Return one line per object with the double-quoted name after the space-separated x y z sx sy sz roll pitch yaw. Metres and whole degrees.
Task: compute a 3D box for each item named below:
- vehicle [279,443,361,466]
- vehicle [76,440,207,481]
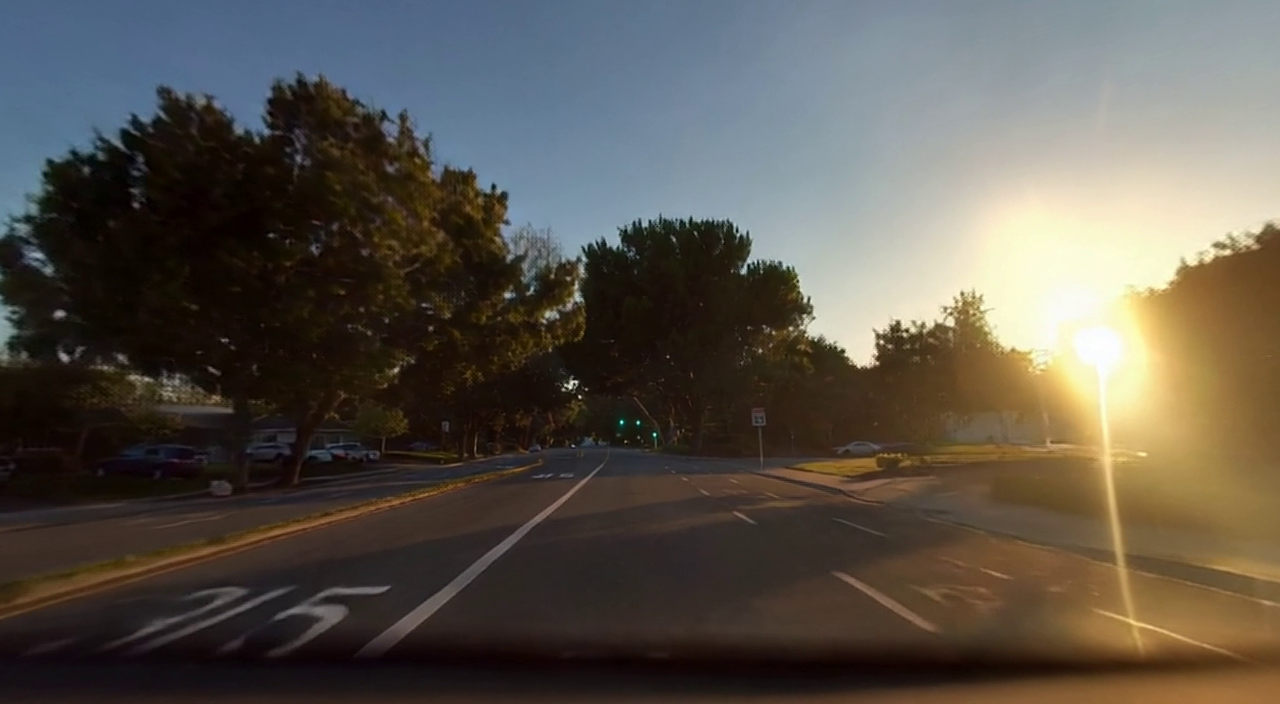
-21.449 6.900 42.479 4.495 1.472 1.833 0 -9 -1 "vehicle"
-21.150 4.643 26.935 3.886 1.641 1.850 1 -11 0 "vehicle"
